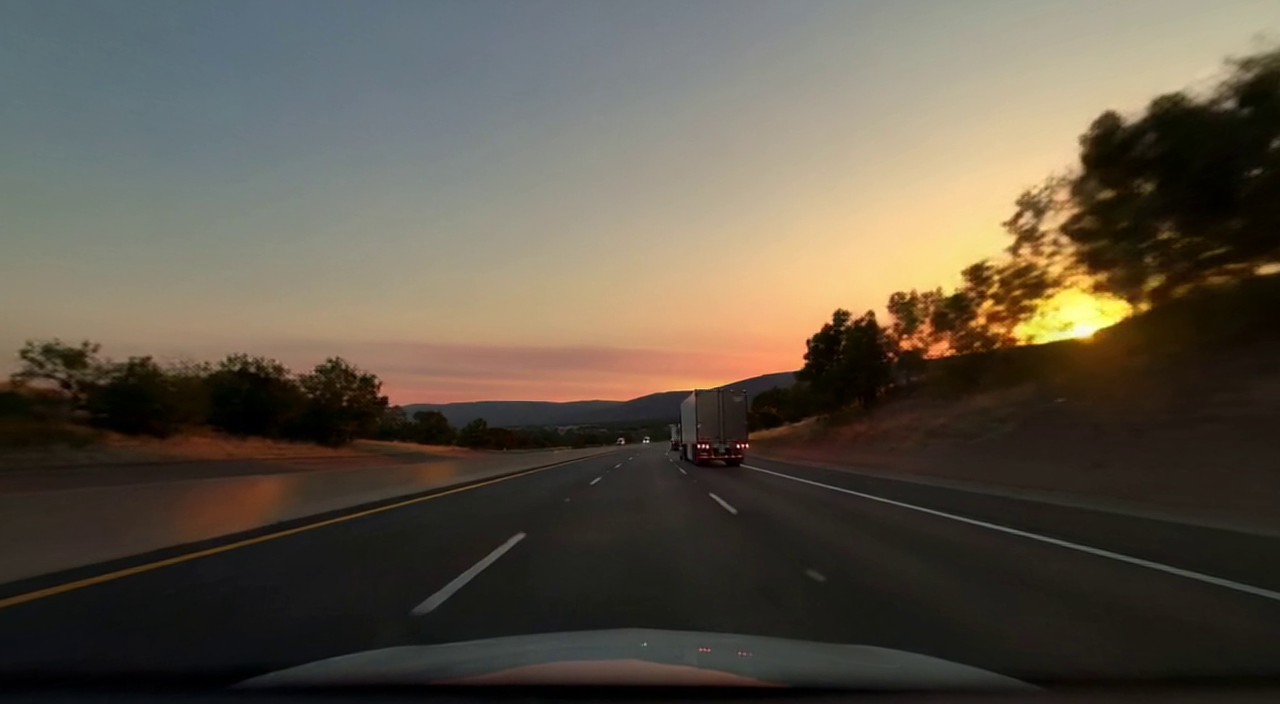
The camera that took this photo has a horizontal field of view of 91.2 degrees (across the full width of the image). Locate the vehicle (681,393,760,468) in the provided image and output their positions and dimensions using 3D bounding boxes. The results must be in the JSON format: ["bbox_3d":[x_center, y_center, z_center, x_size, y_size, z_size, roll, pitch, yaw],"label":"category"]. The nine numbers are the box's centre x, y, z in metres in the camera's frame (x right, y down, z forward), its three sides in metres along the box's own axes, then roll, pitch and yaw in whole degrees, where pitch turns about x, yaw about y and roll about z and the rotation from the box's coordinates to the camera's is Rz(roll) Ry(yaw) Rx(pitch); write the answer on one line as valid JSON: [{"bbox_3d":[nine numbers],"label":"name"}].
[{"bbox_3d":[4.767,5.242,40.719,3.485,3.975,14.489,0,-8,1],"label":"vehicle"}]
